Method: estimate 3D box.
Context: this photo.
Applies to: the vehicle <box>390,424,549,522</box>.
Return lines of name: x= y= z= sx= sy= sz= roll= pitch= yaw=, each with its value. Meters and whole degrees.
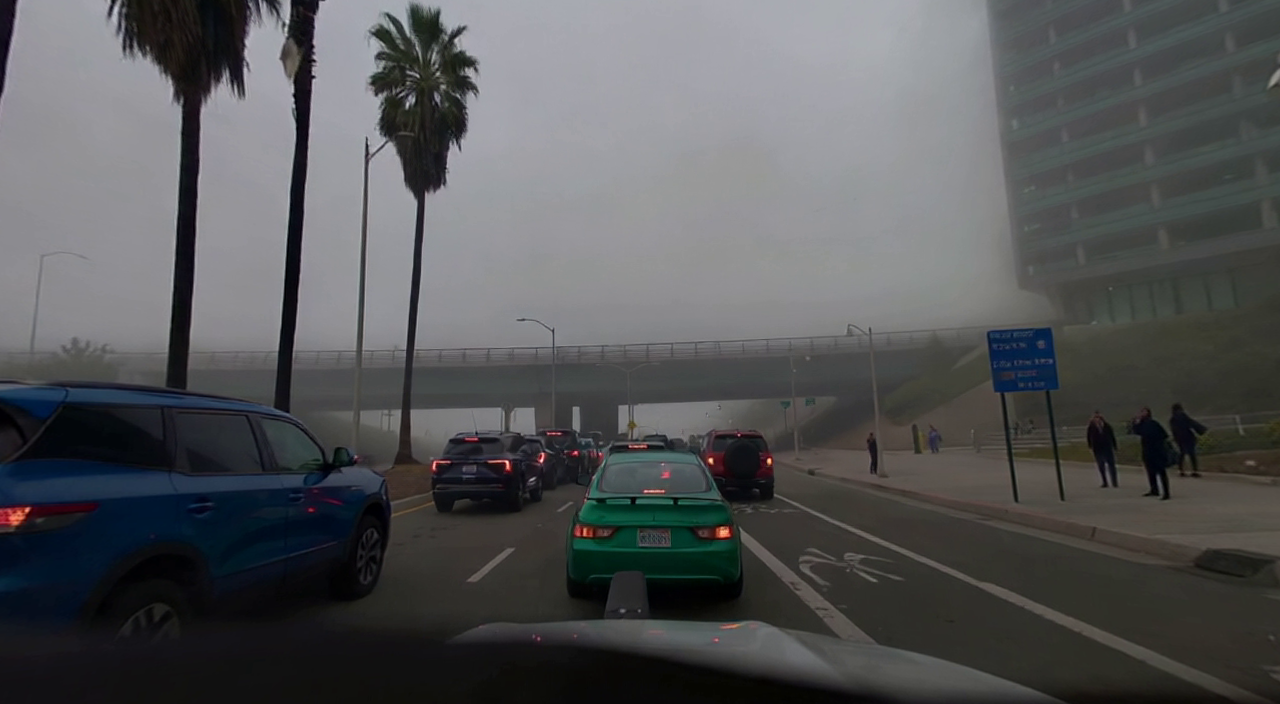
vehicle: x=-3.185 y=2.353 z=12.766 sx=1.955 sy=1.637 sz=4.032 roll=0 pitch=-8 yaw=2

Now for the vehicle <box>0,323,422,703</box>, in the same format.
vehicle: x=-3.271 y=1.066 z=4.198 sx=2.014 sy=1.740 sz=4.359 roll=0 pitch=-8 yaw=1

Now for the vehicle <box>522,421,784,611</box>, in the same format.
vehicle: x=0.087 y=1.589 z=7.045 sx=2.036 sy=1.461 sz=4.129 roll=0 pitch=-8 yaw=0
